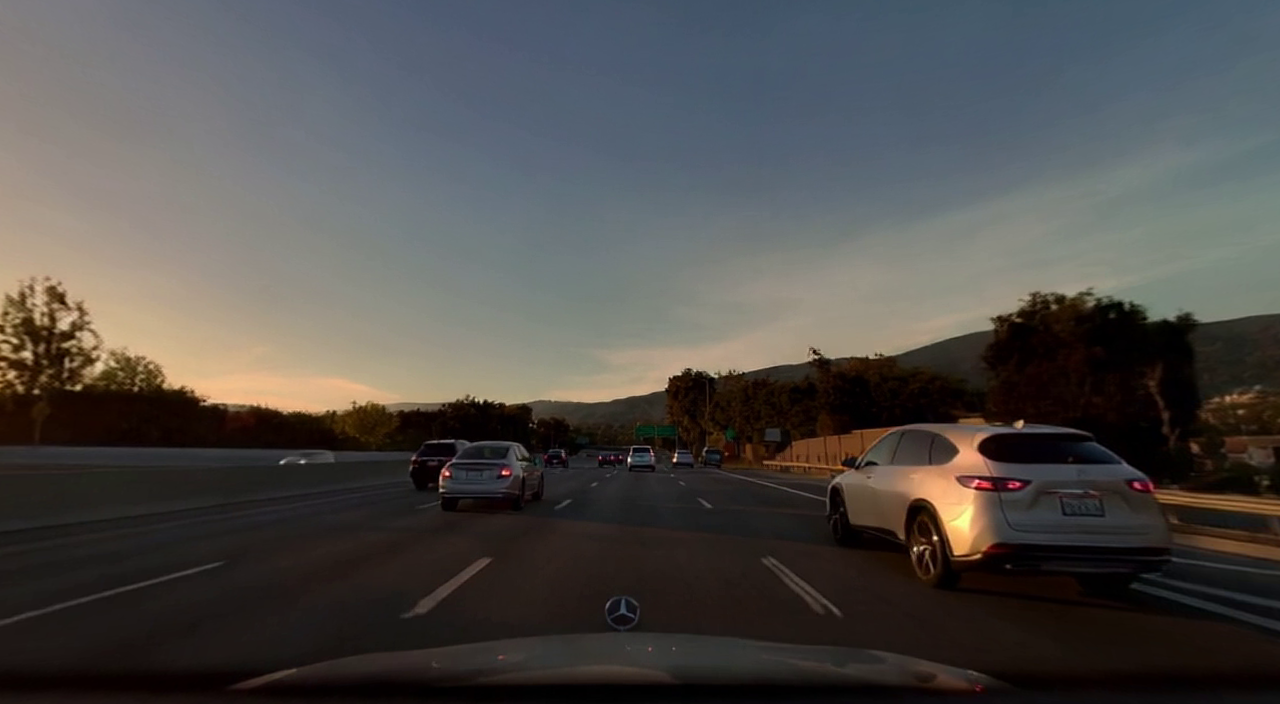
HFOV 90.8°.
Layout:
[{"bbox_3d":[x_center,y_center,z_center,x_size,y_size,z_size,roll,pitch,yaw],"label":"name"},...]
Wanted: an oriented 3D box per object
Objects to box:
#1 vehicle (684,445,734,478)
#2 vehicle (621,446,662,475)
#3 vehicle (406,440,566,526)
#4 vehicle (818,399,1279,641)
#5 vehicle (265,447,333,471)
[{"bbox_3d":[3.860,6.178,35.988,2.320,1.735,4.408,0,-8,0],"label":"vehicle"},{"bbox_3d":[0.138,6.780,39.748,2.408,1.748,4.217,0,-8,1],"label":"vehicle"},{"bbox_3d":[-3.034,2.695,13.697,2.130,1.514,4.766,0,-8,2],"label":"vehicle"},{"bbox_3d":[3.616,1.535,6.854,2.029,1.716,4.545,0,-8,0],"label":"vehicle"},{"bbox_3d":[-24.580,7.718,45.785,1.828,1.560,4.372,-2,-9,13],"label":"vehicle"}]
